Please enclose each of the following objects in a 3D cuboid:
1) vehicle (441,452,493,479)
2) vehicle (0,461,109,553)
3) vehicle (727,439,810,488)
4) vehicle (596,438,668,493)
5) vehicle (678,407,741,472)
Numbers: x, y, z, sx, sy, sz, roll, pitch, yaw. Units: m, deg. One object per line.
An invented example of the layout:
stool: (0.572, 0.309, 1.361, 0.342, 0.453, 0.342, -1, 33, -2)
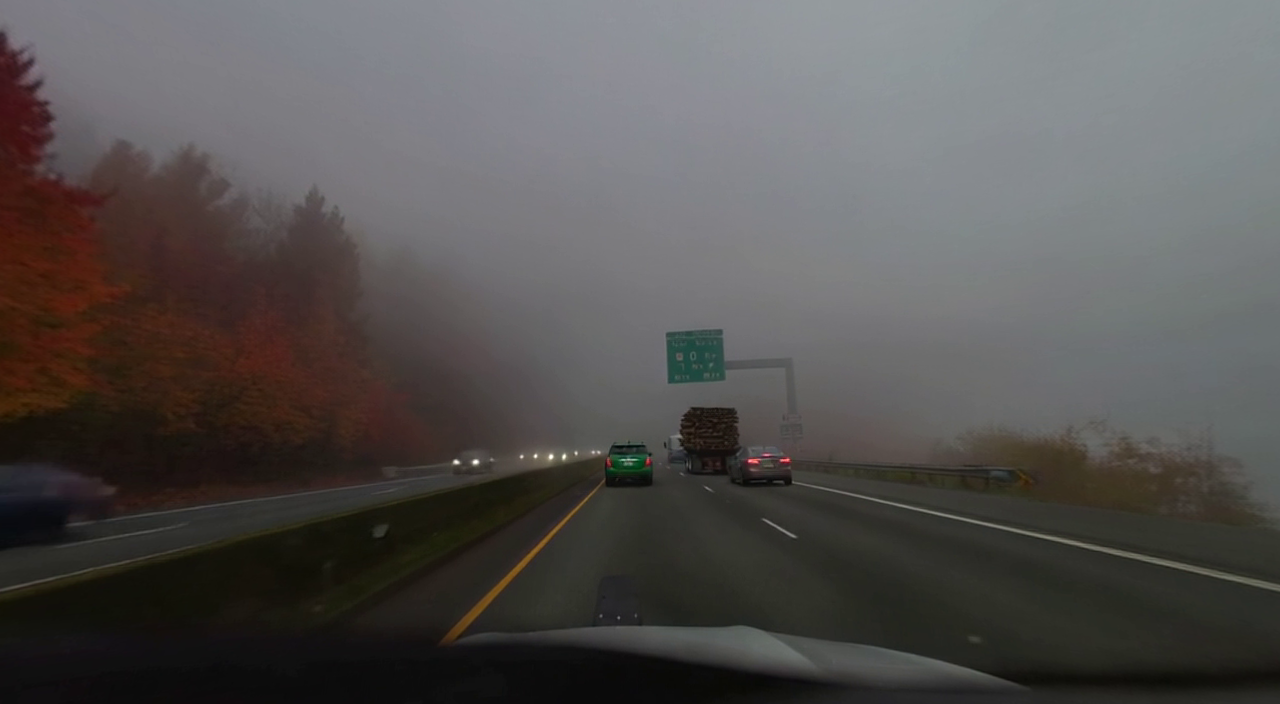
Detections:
vehicle: (-12.154, 8.014, 44.471, 2.191, 1.683, 4.795, -1, -9, 2)
vehicle: (-12.658, 2.866, 11.444, 1.987, 1.612, 4.522, 0, -9, -1)
vehicle: (4.785, 4.229, 24.074, 2.057, 1.660, 4.525, 0, -9, -2)
vehicle: (-0.293, 3.860, 21.697, 2.263, 1.699, 3.936, 0, -9, -1)
vehicle: (4.538, 5.991, 42.637, 3.125, 3.895, 8.461, 0, -9, -1)
